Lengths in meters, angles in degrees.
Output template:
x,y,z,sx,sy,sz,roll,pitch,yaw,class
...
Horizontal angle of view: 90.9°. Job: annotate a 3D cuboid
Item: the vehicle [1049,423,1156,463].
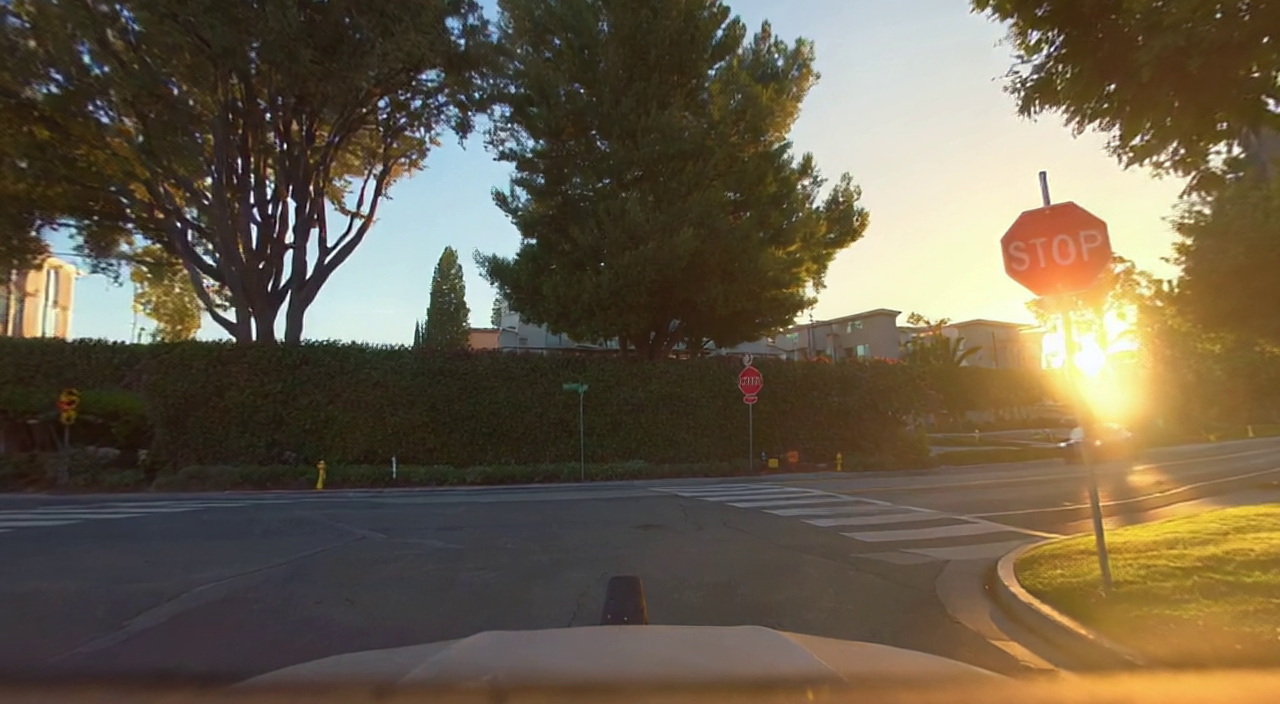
x,y,z,sx,sy,sz,roll,pitch,yaw,class
18.574,3.656,25.271,4.473,1.474,2.108,6,-10,-36,vehicle
